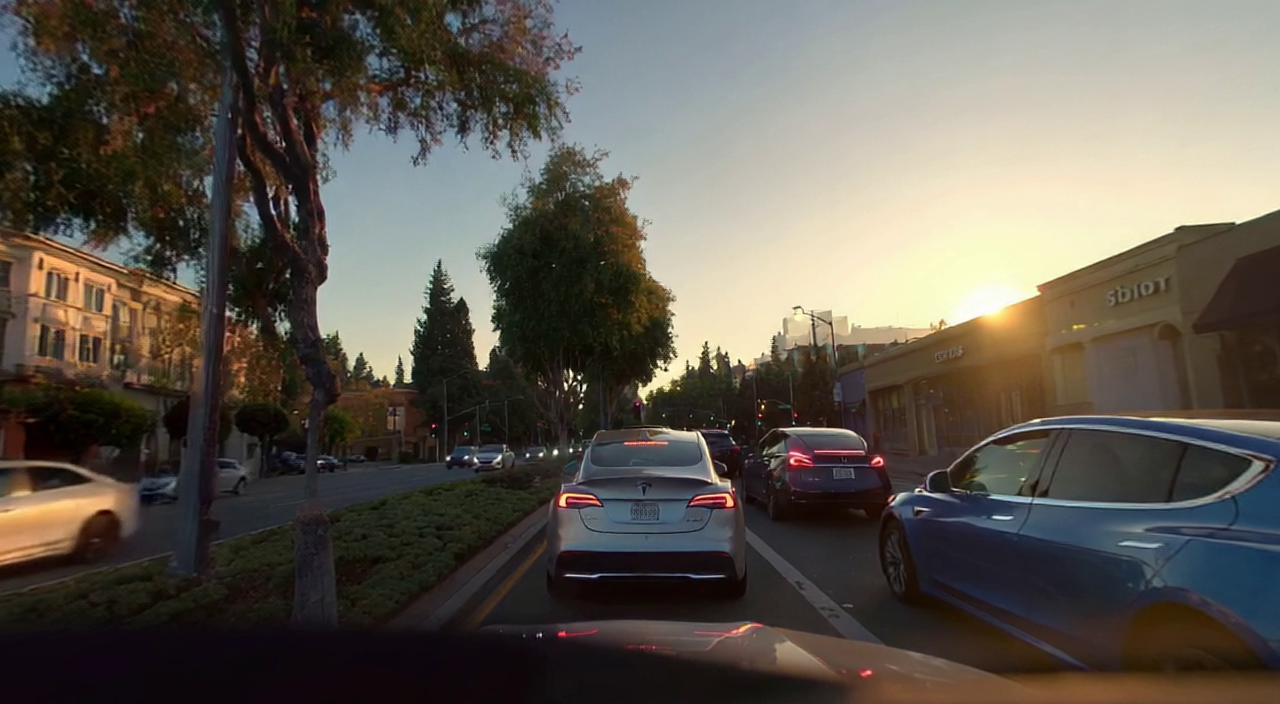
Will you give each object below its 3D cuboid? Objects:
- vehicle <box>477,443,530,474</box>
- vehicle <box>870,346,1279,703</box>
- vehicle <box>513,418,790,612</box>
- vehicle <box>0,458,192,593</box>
[{"bbox_3d":[-7.678,6.011,35.883,1.999,1.662,4.291,0,-8,1],"label":"vehicle"},{"bbox_3d":[3.186,1.033,3.625,2.038,1.651,4.455,0,-8,0],"label":"vehicle"},{"bbox_3d":[0.101,1.555,6.911,2.137,1.488,3.938,0,-8,0],"label":"vehicle"},{"bbox_3d":[-7.951,1.990,7.395,2.089,1.381,4.477,0,-8,0],"label":"vehicle"}]
